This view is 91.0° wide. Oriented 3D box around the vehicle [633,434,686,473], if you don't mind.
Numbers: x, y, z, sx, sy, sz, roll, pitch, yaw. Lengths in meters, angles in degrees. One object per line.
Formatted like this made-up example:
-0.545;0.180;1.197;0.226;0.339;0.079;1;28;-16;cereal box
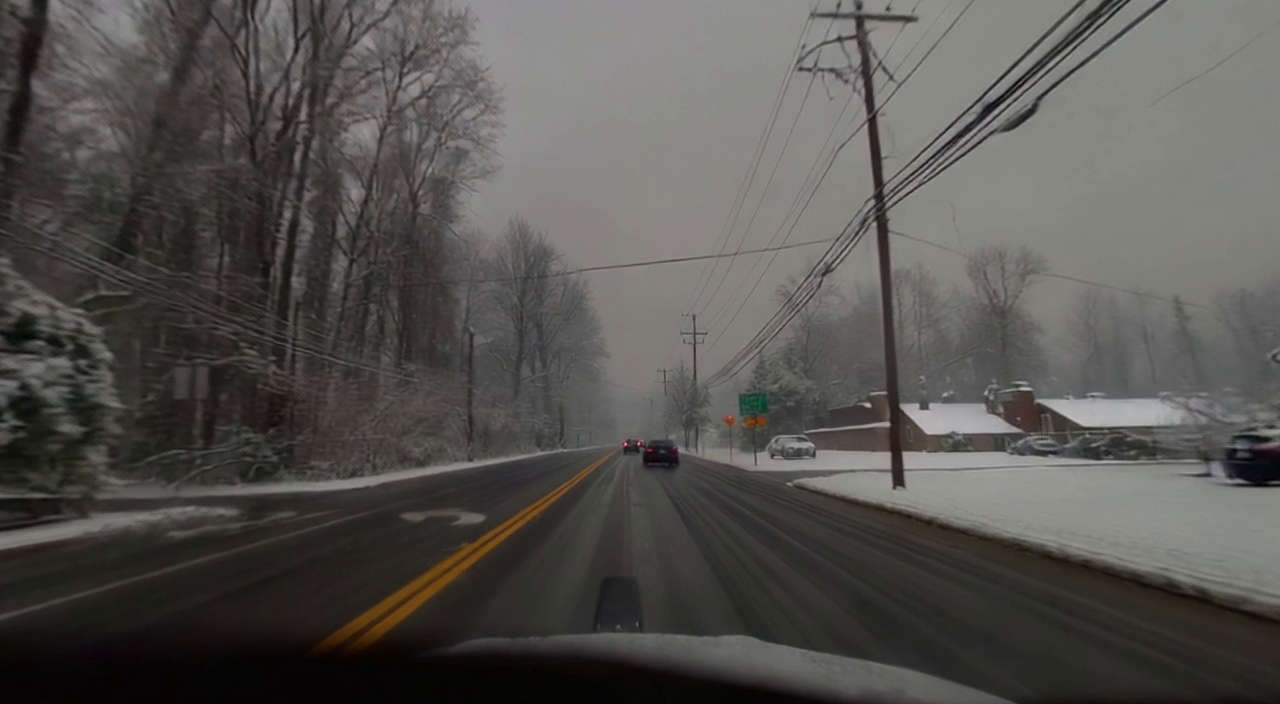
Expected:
0.748;4.298;26.828;1.975;1.497;3.647;1;-8;-3;vehicle

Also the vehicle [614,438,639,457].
-1.017;7.496;49.431;1.927;1.453;3.848;0;-8;0;vehicle
